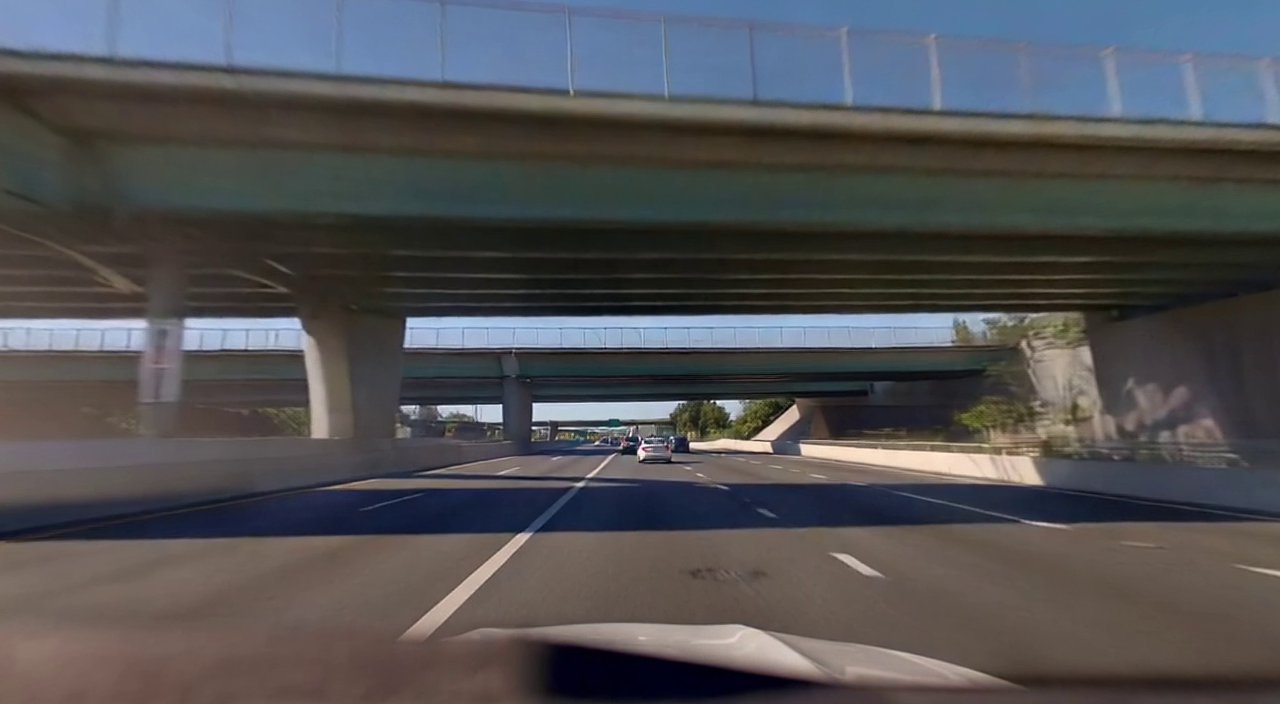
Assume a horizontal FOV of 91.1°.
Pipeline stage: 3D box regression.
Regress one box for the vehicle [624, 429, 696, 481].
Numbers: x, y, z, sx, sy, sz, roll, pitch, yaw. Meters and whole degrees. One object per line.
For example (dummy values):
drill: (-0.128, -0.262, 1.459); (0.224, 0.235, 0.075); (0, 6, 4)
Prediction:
vehicle: (0.542, 3.242, 20.130); (2.046, 1.467, 3.844); (0, -8, -2)
